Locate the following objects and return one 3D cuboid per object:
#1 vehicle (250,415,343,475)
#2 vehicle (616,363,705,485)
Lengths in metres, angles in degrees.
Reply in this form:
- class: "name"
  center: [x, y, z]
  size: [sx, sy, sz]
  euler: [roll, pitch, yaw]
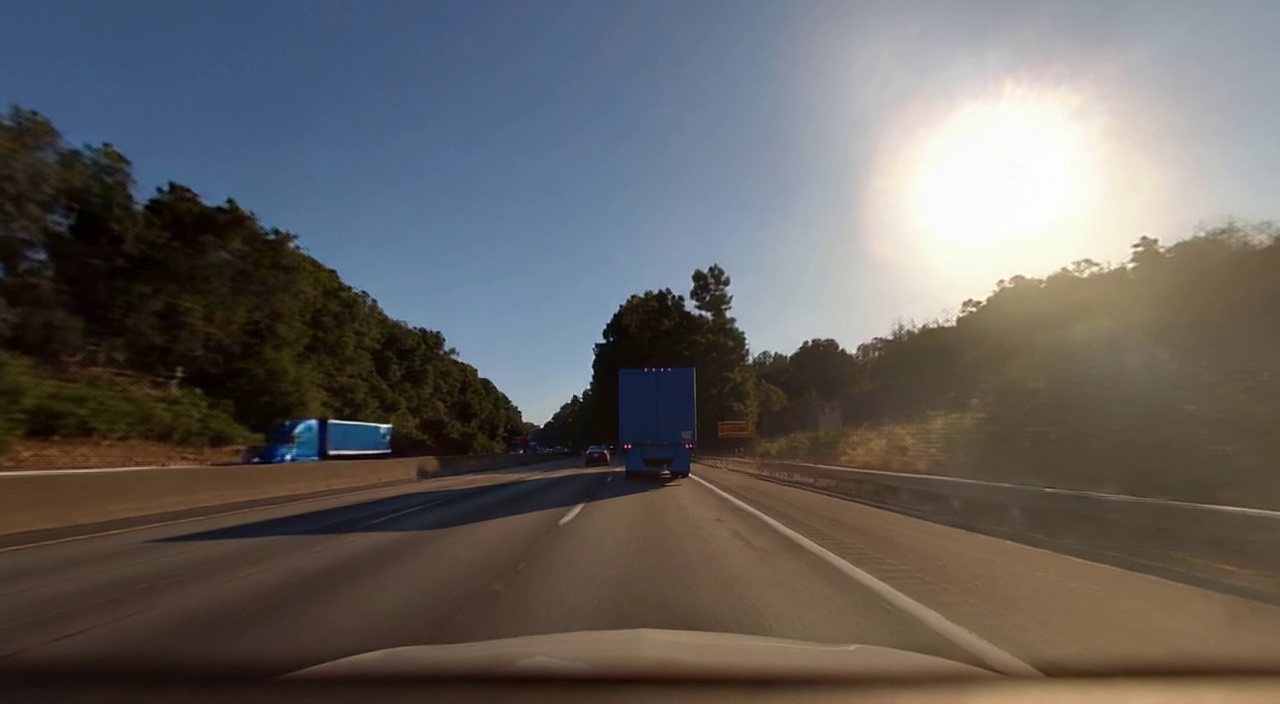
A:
- class: "vehicle"
  center: [-24.126, 6.584, 44.671]
  size: [3.130, 3.940, 5.958]
  euler: [0, -9, 0]
- class: "vehicle"
  center: [0.610, 3.119, 25.713]
  size: [2.898, 3.973, 10.063]
  euler: [0, -9, -1]
